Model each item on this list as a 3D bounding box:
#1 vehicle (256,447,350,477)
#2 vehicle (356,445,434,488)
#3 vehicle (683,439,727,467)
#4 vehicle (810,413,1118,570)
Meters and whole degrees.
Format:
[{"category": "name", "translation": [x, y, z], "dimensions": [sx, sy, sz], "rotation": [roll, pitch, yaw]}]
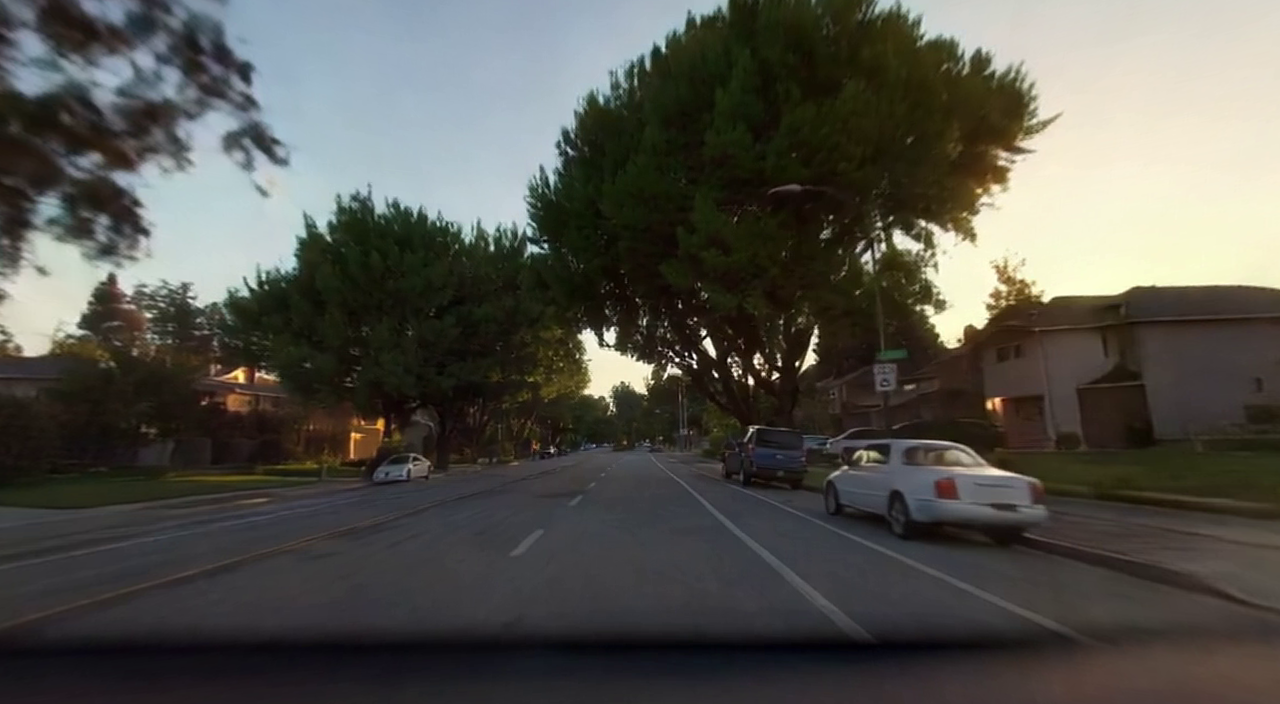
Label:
[{"category": "vehicle", "translation": [-19.956, 6.507, 37.543], "dimensions": [4.359, 1.727, 2.029], "rotation": [0, -9, -2]}, {"category": "vehicle", "translation": [-10.976, 5.154, 28.636], "dimensions": [1.964, 1.667, 4.217], "rotation": [-3, -10, -1]}, {"category": "vehicle", "translation": [3.924, 6.170, 38.811], "dimensions": [1.999, 1.615, 4.513], "rotation": [0, -9, -3]}, {"category": "vehicle", "translation": [4.055, 1.812, 8.986], "dimensions": [2.007, 1.657, 4.362], "rotation": [0, -9, -1]}]
